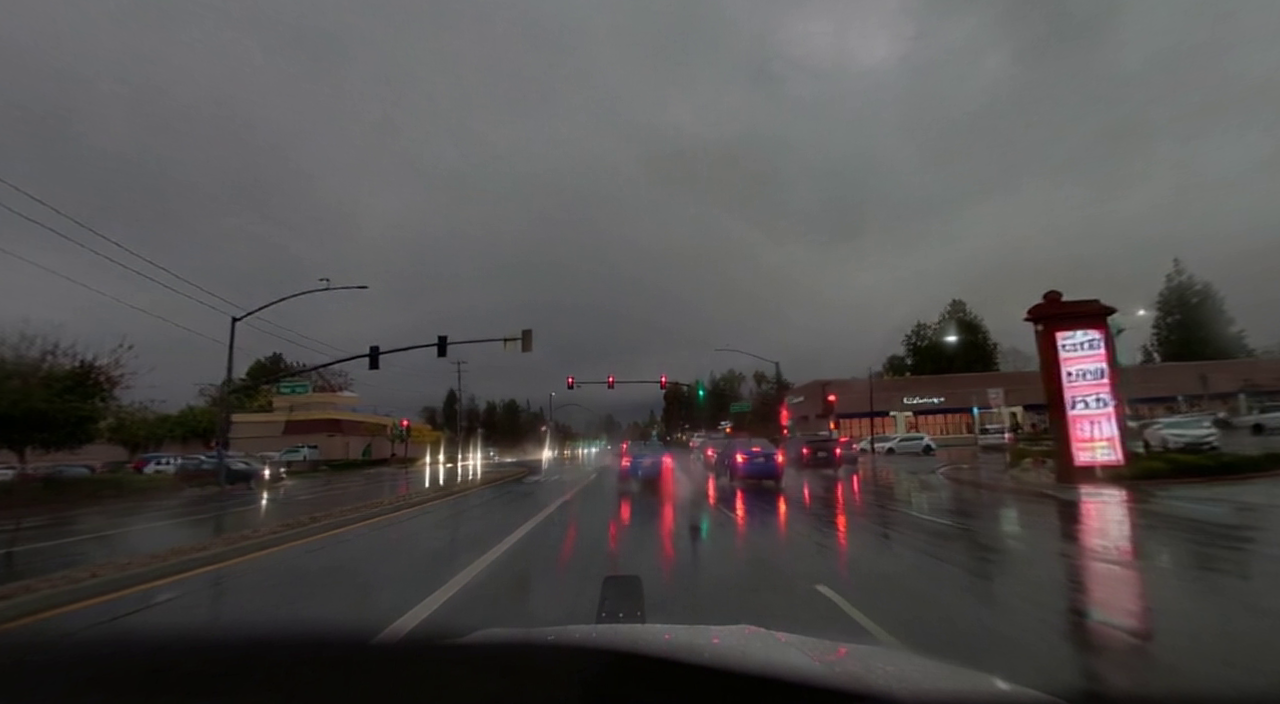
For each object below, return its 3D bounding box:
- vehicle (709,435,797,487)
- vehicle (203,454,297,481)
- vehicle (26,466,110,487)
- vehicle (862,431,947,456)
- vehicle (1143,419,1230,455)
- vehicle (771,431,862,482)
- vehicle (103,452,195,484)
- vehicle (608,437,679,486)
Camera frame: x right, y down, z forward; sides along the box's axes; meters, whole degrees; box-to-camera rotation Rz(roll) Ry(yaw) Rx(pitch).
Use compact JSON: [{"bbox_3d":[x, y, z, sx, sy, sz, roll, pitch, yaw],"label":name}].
[{"bbox_3d":[3.493,3.493,20.526,1.889,1.473,4.643,0,-8,-1],"label":"vehicle"},{"bbox_3d":[-26.277,7.800,42.712,4.780,1.669,2.232,0,-8,-2],"label":"vehicle"},{"bbox_3d":[-44.512,9.697,49.220,4.604,1.447,1.892,0,-9,-3],"label":"vehicle"},{"bbox_3d":[20.013,6.950,47.957,5.438,1.776,2.032,0,-8,0],"label":"vehicle"},{"bbox_3d":[25.896,4.092,30.145,2.222,1.538,4.817,-5,-10,30],"label":"vehicle"},{"bbox_3d":[6.400,3.829,23.457,2.009,1.700,4.275,0,-8,-1],"label":"vehicle"},{"bbox_3d":[-38.273,9.016,49.344,5.135,2.388,2.288,0,-9,-1],"label":"vehicle"},{"bbox_3d":[0.053,3.610,21.124,2.135,1.468,4.076,0,-8,-1],"label":"vehicle"}]
